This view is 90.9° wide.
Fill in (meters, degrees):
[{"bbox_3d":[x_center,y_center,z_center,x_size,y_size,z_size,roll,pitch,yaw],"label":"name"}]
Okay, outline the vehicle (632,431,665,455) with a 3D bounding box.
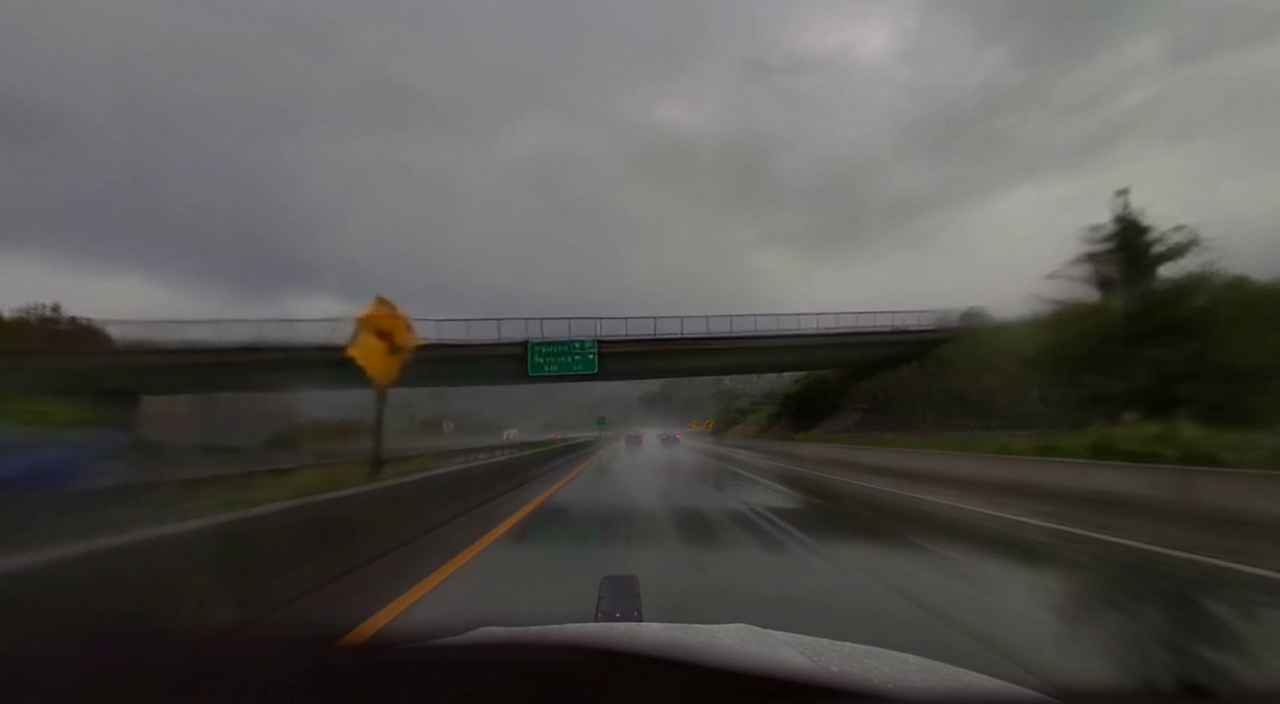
[{"bbox_3d":[0.533,6.056,42.024,1.981,1.490,3.449,0,-8,-2],"label":"vehicle"}]
